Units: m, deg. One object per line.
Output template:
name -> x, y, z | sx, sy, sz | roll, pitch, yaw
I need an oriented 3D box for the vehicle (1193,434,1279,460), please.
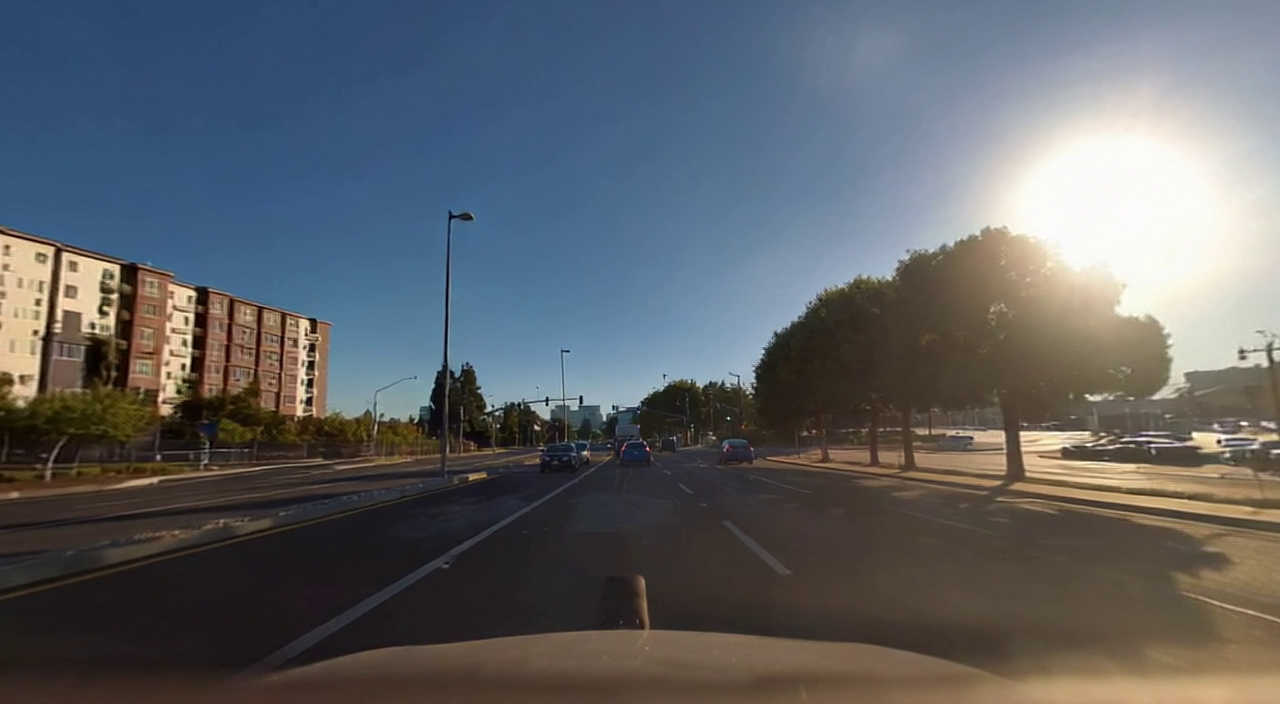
vehicle -> 43.741, 6.857, 45.521 | 1.967, 1.788, 5.041 | 5, -10, -30

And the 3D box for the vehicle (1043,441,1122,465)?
vehicle -> 33.033, 7.536, 47.122 | 1.912, 1.702, 4.303 | 5, -10, -28

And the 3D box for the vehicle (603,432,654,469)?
vehicle -> -0.607, 5.631, 36.080 | 2.682, 1.908, 5.706 | 0, -9, 0

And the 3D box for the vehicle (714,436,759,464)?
vehicle -> 6.532, 6.715, 43.100 | 2.136, 1.799, 4.796 | 1, -9, -2
